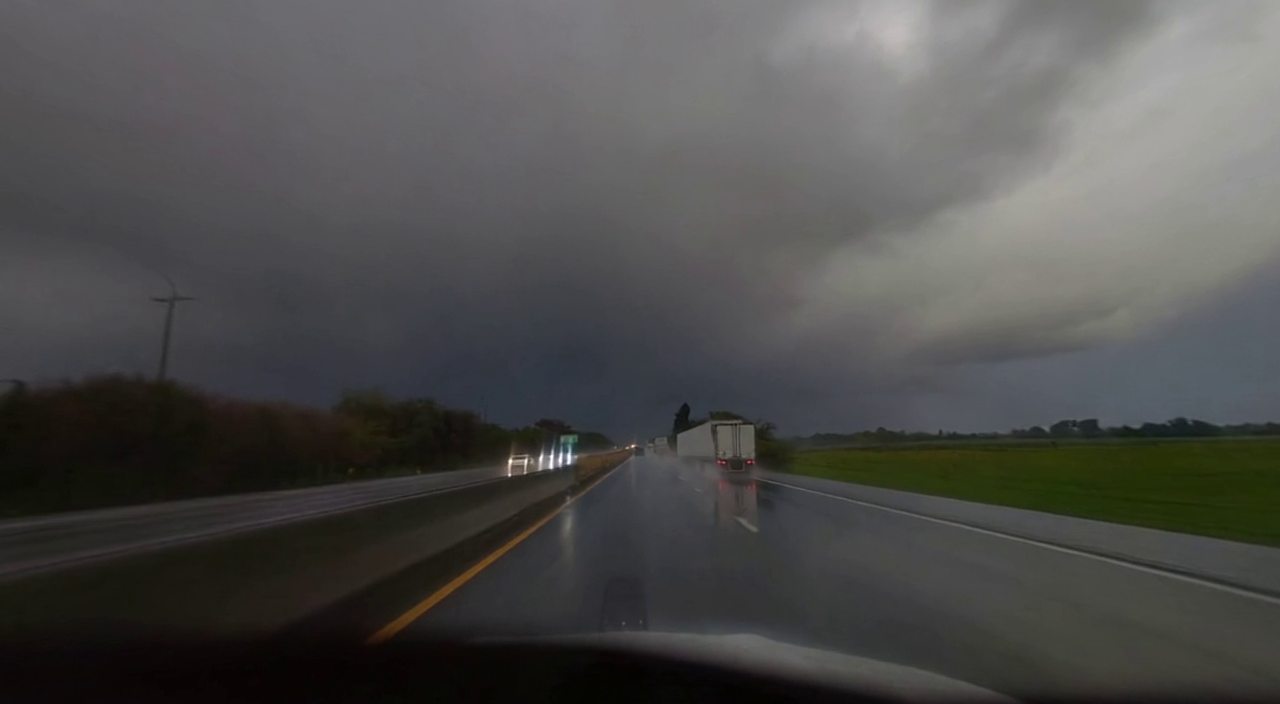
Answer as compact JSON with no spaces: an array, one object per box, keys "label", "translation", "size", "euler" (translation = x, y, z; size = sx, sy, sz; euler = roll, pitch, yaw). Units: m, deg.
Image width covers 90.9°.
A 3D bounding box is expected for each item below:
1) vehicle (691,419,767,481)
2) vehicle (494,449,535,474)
[{"label":"vehicle","translation":[3.931,4.523,29.041],"size":[2.472,2.562,5.594],"euler":[0,-9,-2]},{"label":"vehicle","translation":[-8.636,7.566,43.839],"size":[1.954,1.611,4.433],"euler":[0,-9,0]}]
